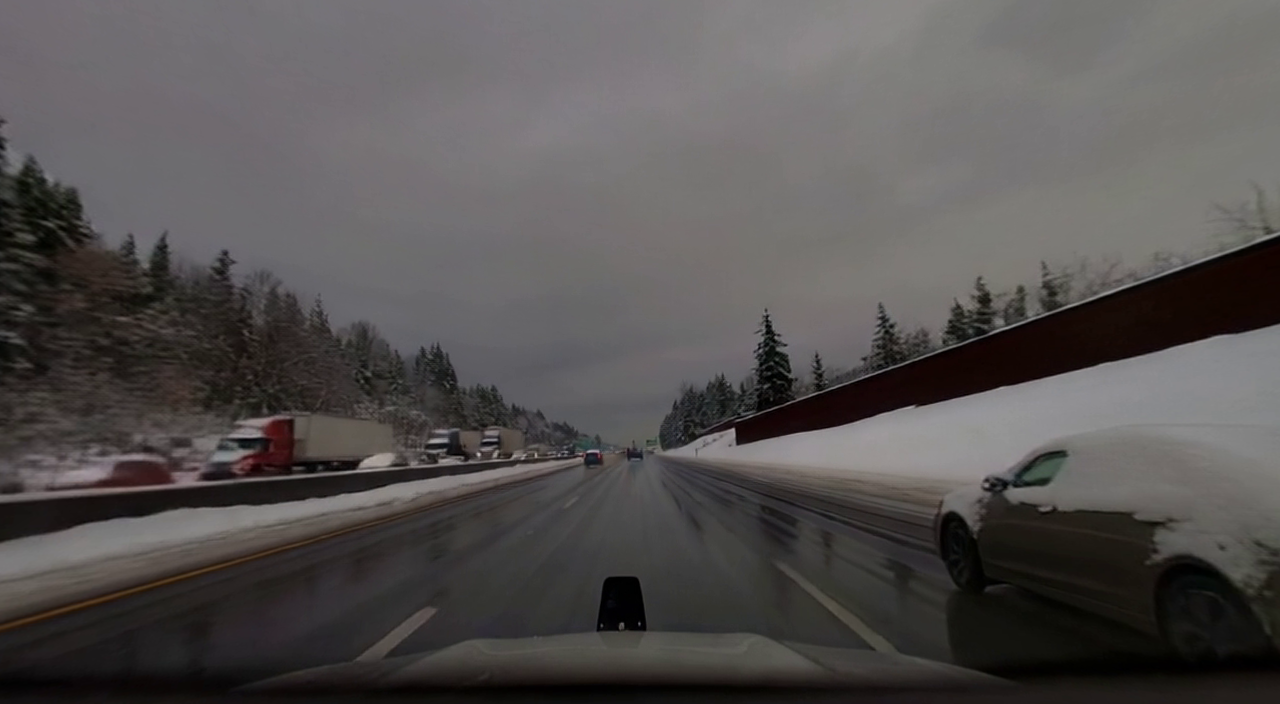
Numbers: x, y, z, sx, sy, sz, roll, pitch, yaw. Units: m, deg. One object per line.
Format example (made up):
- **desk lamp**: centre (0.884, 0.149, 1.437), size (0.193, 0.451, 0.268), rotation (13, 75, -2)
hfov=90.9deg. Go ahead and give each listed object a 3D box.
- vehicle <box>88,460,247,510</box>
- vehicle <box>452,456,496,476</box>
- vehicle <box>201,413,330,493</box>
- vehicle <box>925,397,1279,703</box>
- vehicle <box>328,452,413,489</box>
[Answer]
- **vehicle**: centre (-16.099, 4.515, 21.884), size (1.878, 1.452, 4.765), rotation (0, -9, -1)
- **vehicle**: centre (-11.792, 8.106, 45.008), size (1.930, 1.372, 3.971), rotation (-1, -9, 3)
- **vehicle**: centre (-20.470, 5.595, 35.044), size (2.971, 3.945, 6.653), rotation (0, -9, 0)
- **vehicle**: centre (3.852, 1.139, 3.942), size (2.053, 1.504, 4.386), rotation (0, -9, 0)
- **vehicle**: centre (-11.756, 5.169, 27.801), size (1.859, 1.455, 4.185), rotation (0, -9, 0)
